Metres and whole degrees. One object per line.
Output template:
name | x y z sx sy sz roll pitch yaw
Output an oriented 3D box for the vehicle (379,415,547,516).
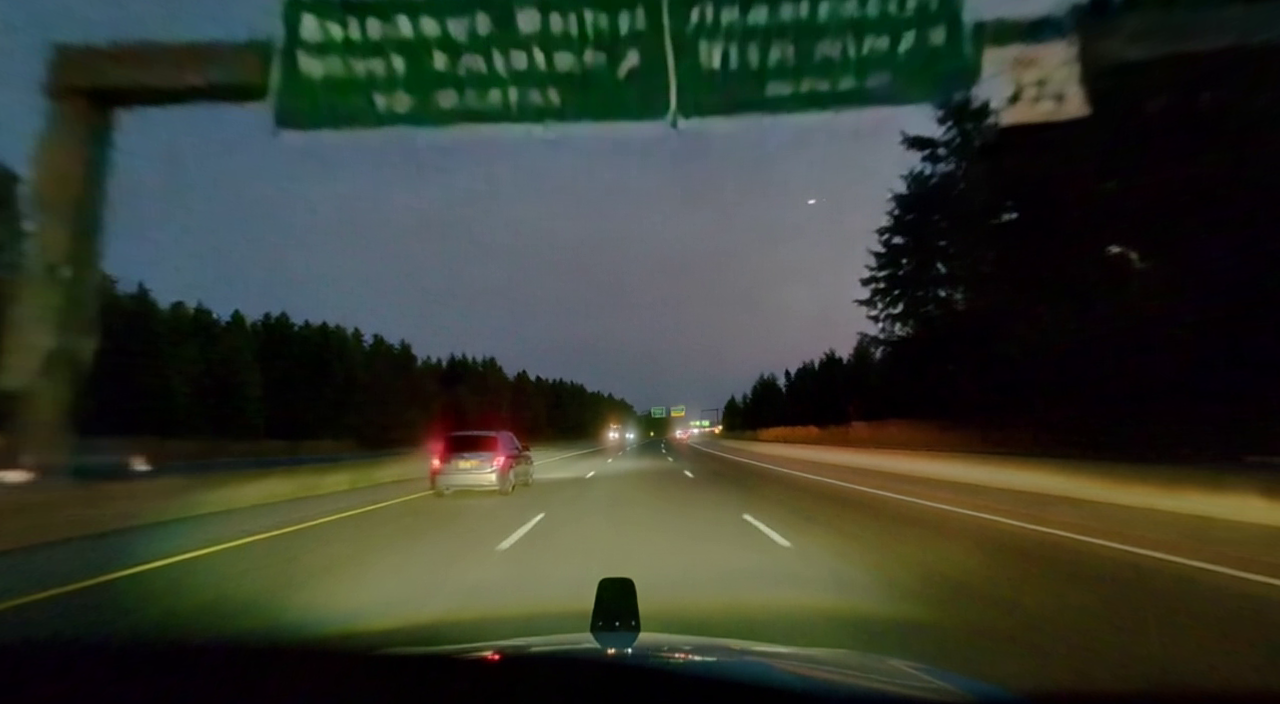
vehicle | -3.212 2.145 12.443 2.084 1.654 4.080 0 -8 1
